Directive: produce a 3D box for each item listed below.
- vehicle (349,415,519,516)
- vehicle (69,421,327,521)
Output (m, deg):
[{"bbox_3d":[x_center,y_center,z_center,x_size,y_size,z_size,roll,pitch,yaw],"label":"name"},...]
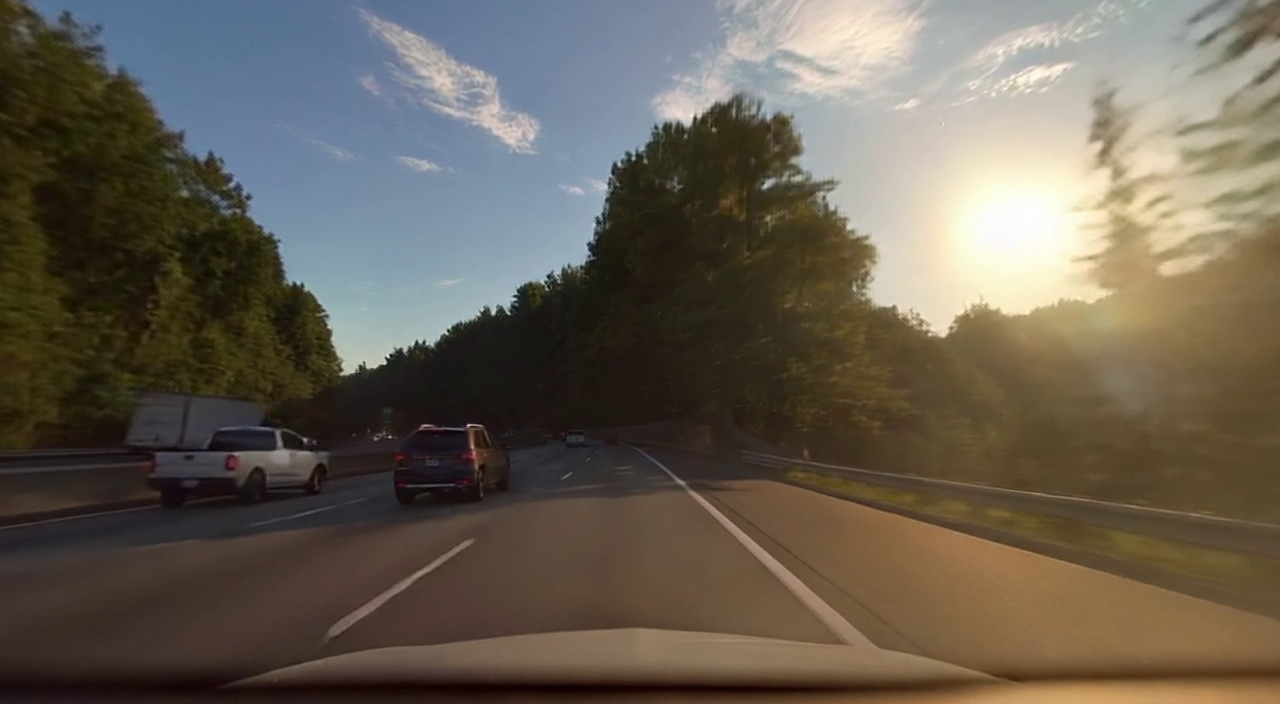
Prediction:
[{"bbox_3d":[-3.814,2.153,12.543,2.034,1.675,4.080,0,-8,-1],"label":"vehicle"},{"bbox_3d":[-7.946,2.137,11.915,2.000,1.552,3.946,0,-8,0],"label":"vehicle"}]
